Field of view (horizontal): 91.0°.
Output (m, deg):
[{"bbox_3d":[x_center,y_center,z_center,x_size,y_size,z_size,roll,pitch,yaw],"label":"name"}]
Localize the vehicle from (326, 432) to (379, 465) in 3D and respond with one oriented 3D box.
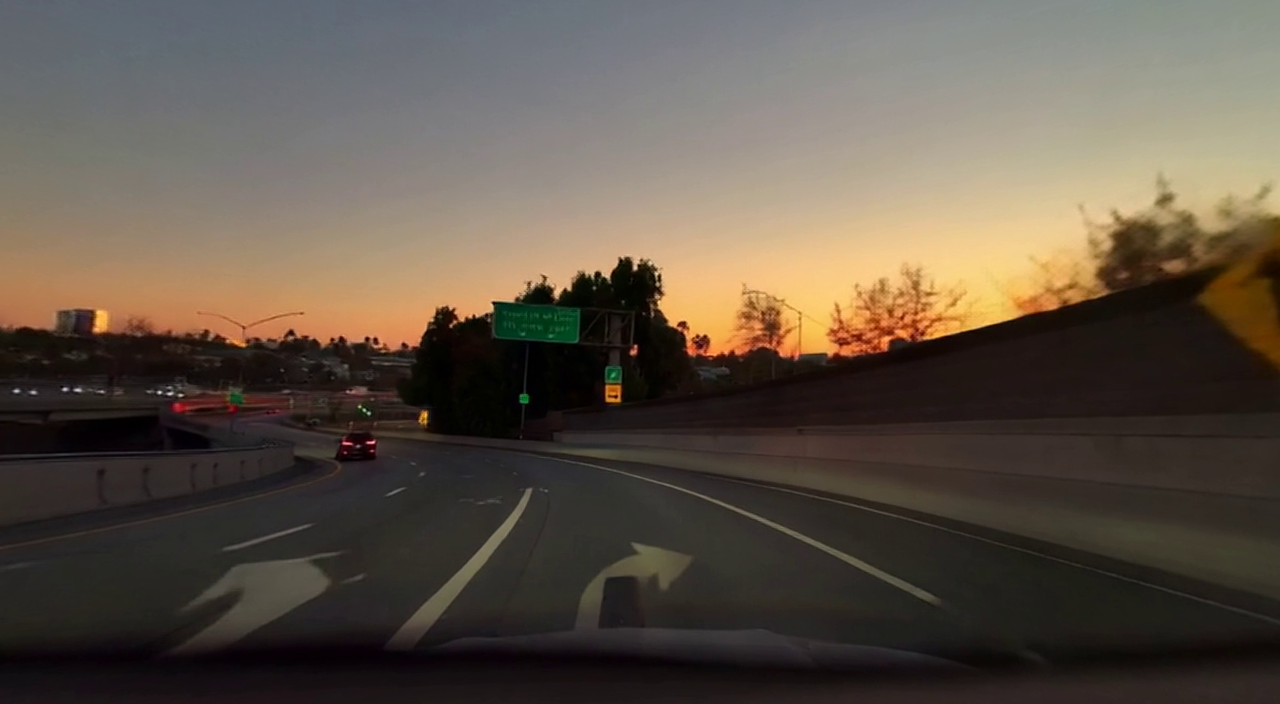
[{"bbox_3d":[-15.391,5.126,33.558,2.234,1.588,4.484,5,-9,-27],"label":"vehicle"}]
